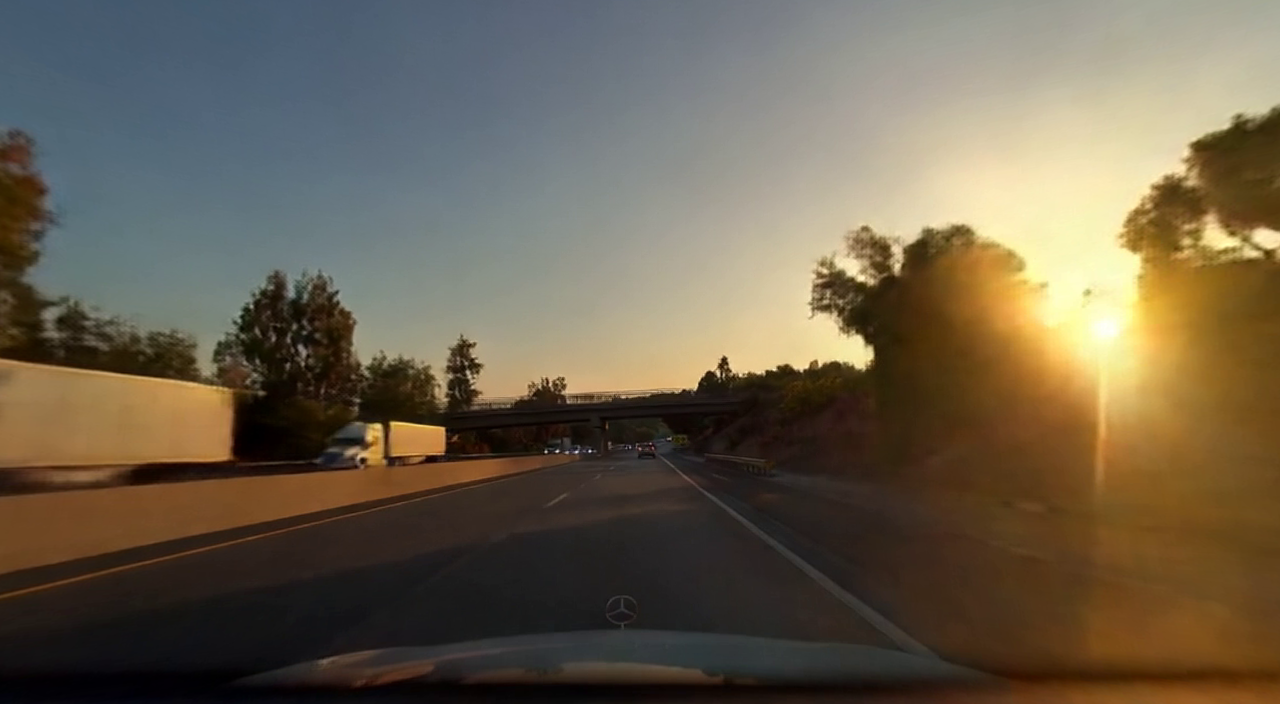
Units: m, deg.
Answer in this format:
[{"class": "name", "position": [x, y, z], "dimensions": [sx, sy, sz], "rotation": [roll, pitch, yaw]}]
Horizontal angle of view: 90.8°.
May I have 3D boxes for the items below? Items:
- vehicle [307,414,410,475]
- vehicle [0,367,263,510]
[{"class": "vehicle", "position": [-20.888, 7.019, 47.745], "dimensions": [2.990, 4.070, 10.171], "rotation": [0, -9, 1]}, {"class": "vehicle", "position": [-17.270, 3.062, 21.931], "dimensions": [2.843, 4.006, 8.421], "rotation": [0, -9, 1]}]
